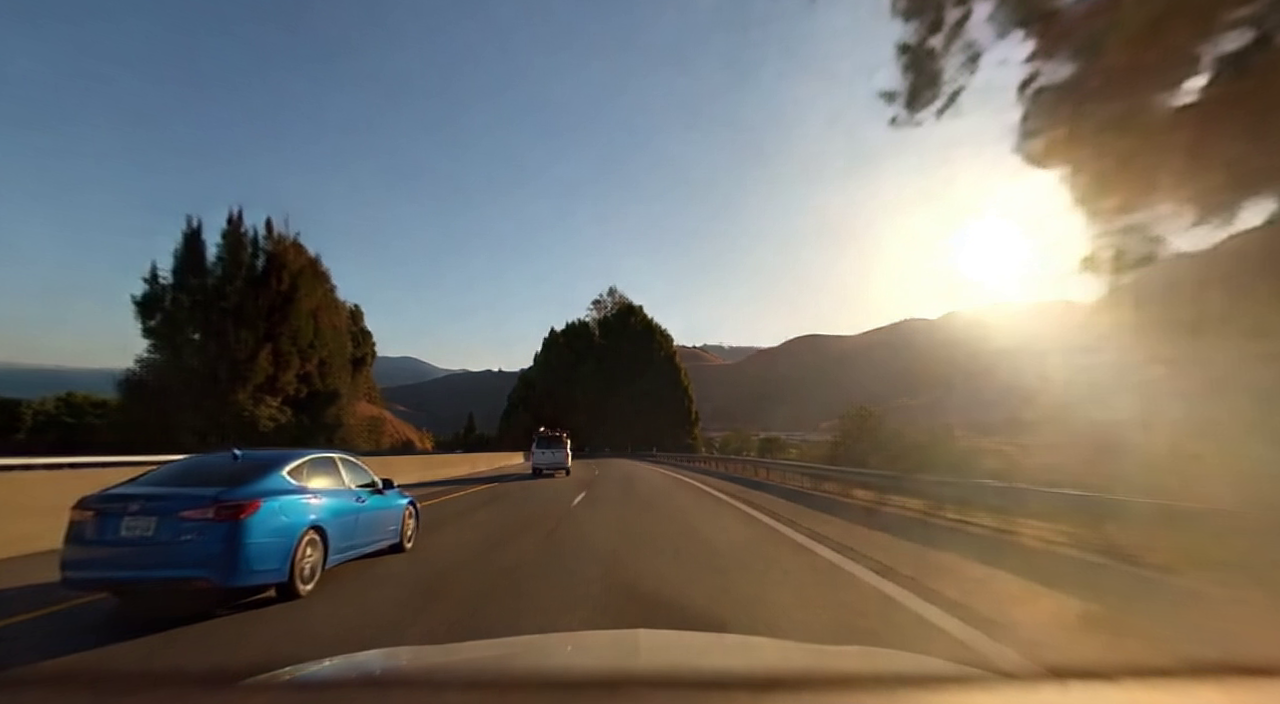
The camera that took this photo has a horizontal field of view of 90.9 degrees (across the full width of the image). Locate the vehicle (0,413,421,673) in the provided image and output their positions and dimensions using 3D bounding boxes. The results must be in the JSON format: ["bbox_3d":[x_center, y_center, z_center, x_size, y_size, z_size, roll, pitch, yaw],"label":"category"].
[{"bbox_3d":[-4.022,1.474,6.073,2.097,1.511,4.585,-1,-9,1],"label":"vehicle"}]

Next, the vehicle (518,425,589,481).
[{"bbox_3d":[-3.692,4.457,28.072,2.444,2.204,5.568,0,-9,-1],"label":"vehicle"}]
